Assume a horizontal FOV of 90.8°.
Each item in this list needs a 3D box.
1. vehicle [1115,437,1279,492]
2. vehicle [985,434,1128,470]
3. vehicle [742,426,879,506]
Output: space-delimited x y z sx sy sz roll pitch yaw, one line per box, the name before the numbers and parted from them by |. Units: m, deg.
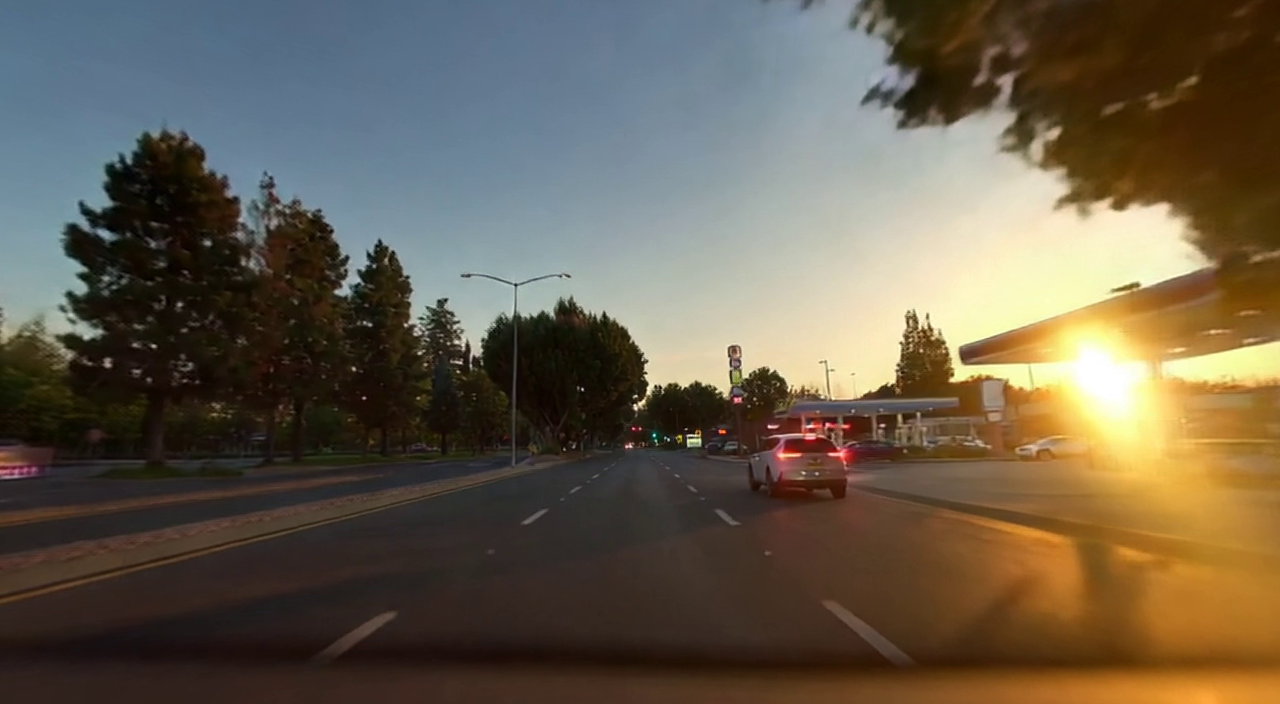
vehicle | 15.871 3.155 17.896 3.383 1.393 1.730 1 -8 3
vehicle | 23.287 5.610 35.551 6.404 1.894 2.275 0 -8 0
vehicle | 4.449 3.079 17.530 2.245 1.864 5.076 0 -9 -2
